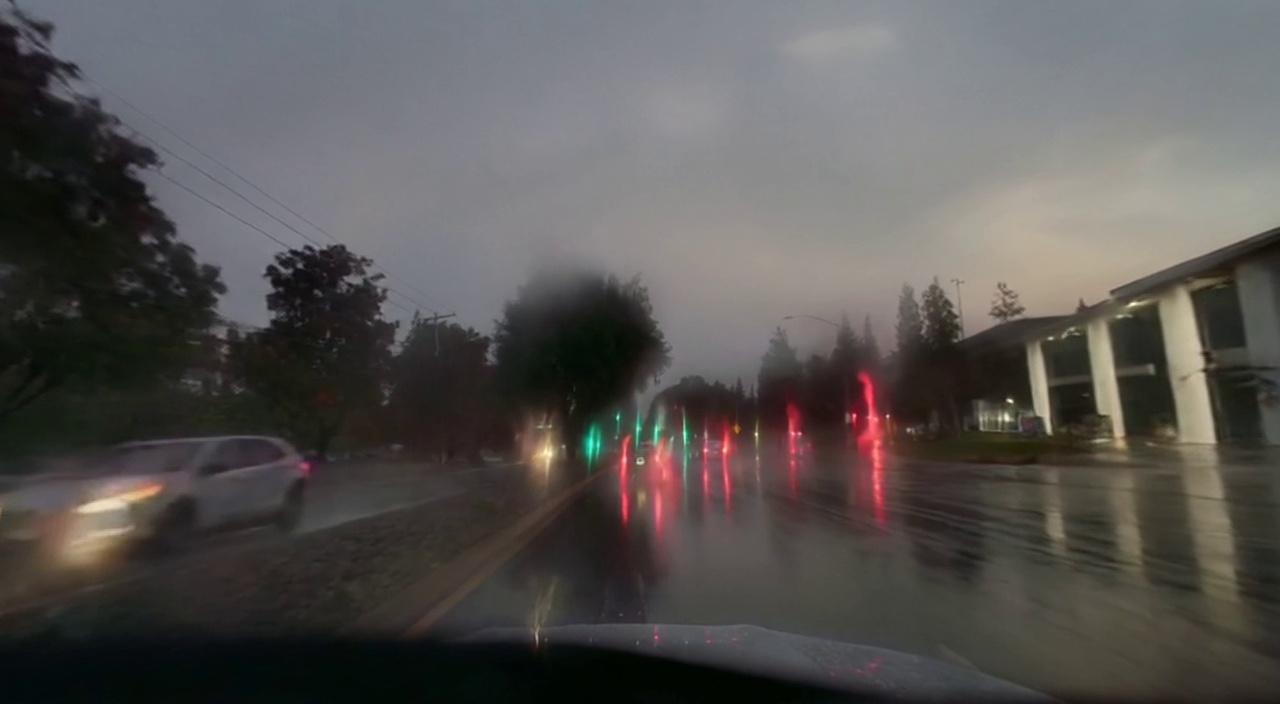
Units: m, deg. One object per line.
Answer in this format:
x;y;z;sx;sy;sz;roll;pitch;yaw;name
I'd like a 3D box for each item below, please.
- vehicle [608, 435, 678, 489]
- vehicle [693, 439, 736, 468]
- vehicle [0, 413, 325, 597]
0.108;3.810;22.090;2.181;1.639;4.127;-1;-9;0;vehicle
4.557;6.273;39.183;1.987;1.613;4.081;-1;-9;-2;vehicle
-6.569;1.886;8.645;2.174;1.802;4.591;-1;-9;-1;vehicle
